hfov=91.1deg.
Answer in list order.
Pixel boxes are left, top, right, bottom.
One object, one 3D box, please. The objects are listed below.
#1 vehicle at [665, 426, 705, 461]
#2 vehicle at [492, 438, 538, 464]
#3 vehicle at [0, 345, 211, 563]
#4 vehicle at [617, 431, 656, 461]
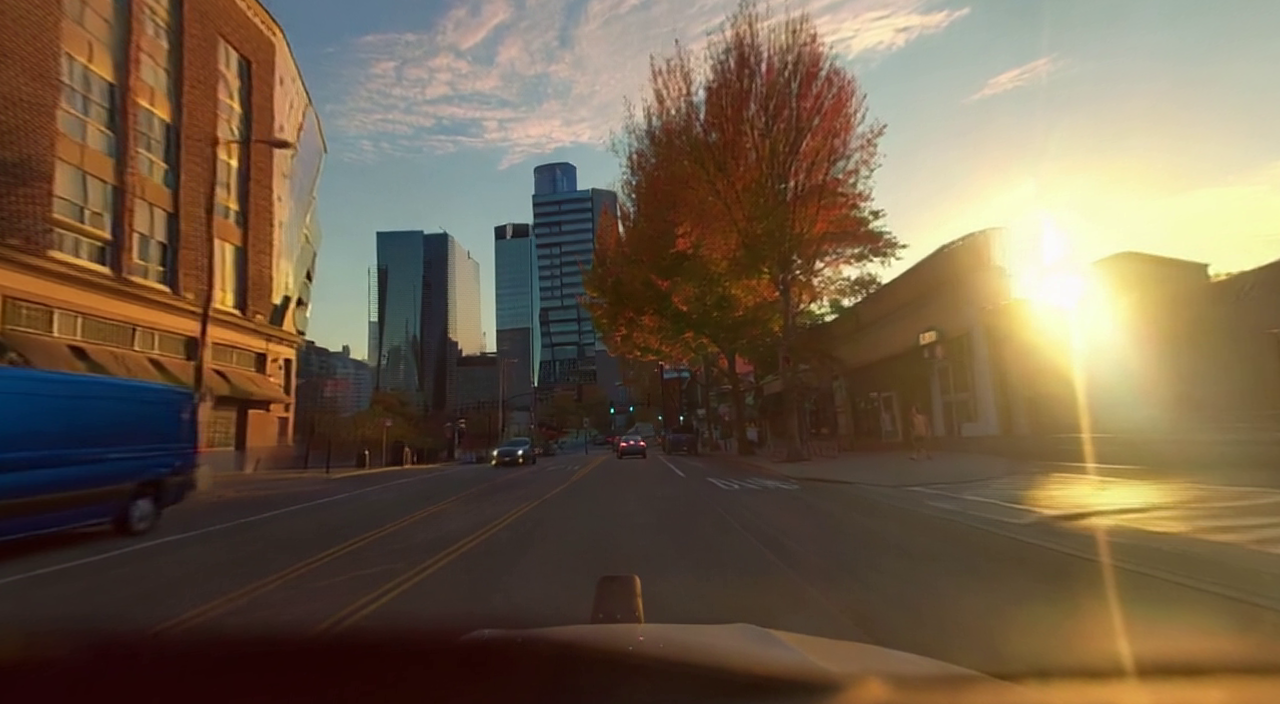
[{"bbox_3d":[2.685,5.547,38.351,2.147,1.968,4.478,0,-8,0],"label":"vehicle"},{"bbox_3d":[-7.600,6.009,38.621,2.121,1.489,4.430,0,-8,-4],"label":"vehicle"},{"bbox_3d":[-8.897,1.343,8.379,2.348,2.588,5.860,0,-8,-2],"label":"vehicle"},{"bbox_3d":[-0.264,5.733,38.651,2.274,1.736,4.083,0,-8,-1],"label":"vehicle"}]
